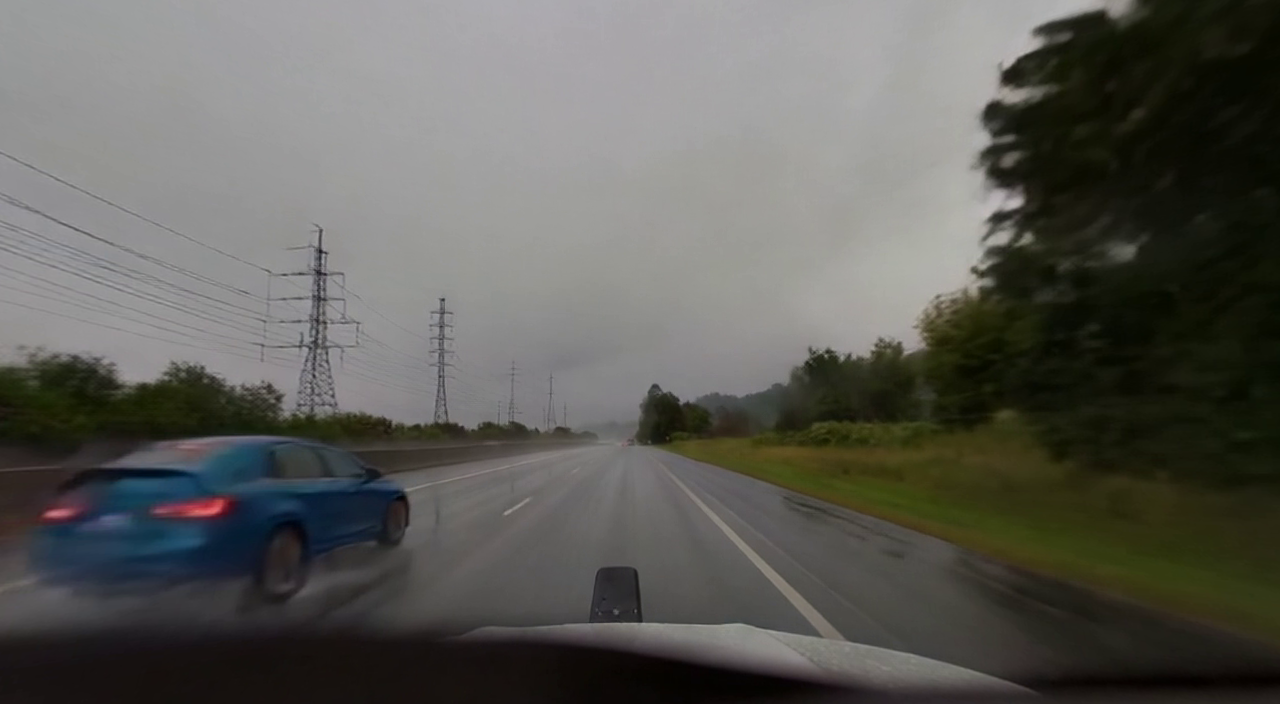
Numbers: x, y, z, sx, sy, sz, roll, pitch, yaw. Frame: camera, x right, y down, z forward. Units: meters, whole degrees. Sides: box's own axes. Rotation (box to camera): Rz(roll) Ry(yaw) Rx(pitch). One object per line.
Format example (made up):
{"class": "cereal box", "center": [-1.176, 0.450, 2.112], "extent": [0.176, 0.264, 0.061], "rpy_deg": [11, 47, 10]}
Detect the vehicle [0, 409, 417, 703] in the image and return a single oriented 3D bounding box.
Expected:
{"class": "vehicle", "center": [-3.936, 1.427, 5.628], "extent": [2.158, 1.604, 4.679], "rpy_deg": [0, -8, 0]}
